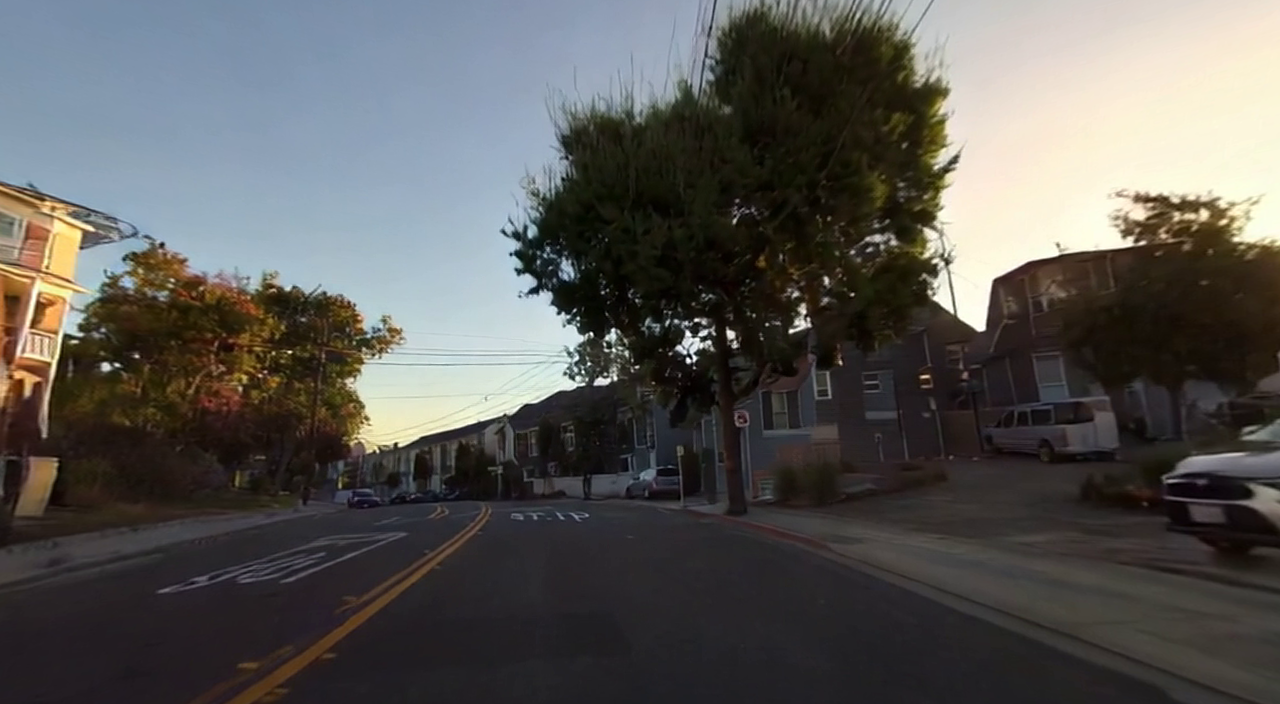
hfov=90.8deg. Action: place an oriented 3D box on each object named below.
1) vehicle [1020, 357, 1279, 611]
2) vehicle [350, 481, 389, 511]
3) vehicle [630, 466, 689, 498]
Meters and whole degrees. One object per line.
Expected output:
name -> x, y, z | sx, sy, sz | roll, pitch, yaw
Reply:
vehicle -> 7.264, 0.930, 6.074 | 5.578, 1.842, 2.300 | -6, -11, -3
vehicle -> -17.150, 9.053, 39.915 | 1.994, 1.515, 4.385 | 4, -9, -25
vehicle -> 1.237, 8.864, 43.446 | 2.184, 1.885, 5.343 | 3, -9, -20
